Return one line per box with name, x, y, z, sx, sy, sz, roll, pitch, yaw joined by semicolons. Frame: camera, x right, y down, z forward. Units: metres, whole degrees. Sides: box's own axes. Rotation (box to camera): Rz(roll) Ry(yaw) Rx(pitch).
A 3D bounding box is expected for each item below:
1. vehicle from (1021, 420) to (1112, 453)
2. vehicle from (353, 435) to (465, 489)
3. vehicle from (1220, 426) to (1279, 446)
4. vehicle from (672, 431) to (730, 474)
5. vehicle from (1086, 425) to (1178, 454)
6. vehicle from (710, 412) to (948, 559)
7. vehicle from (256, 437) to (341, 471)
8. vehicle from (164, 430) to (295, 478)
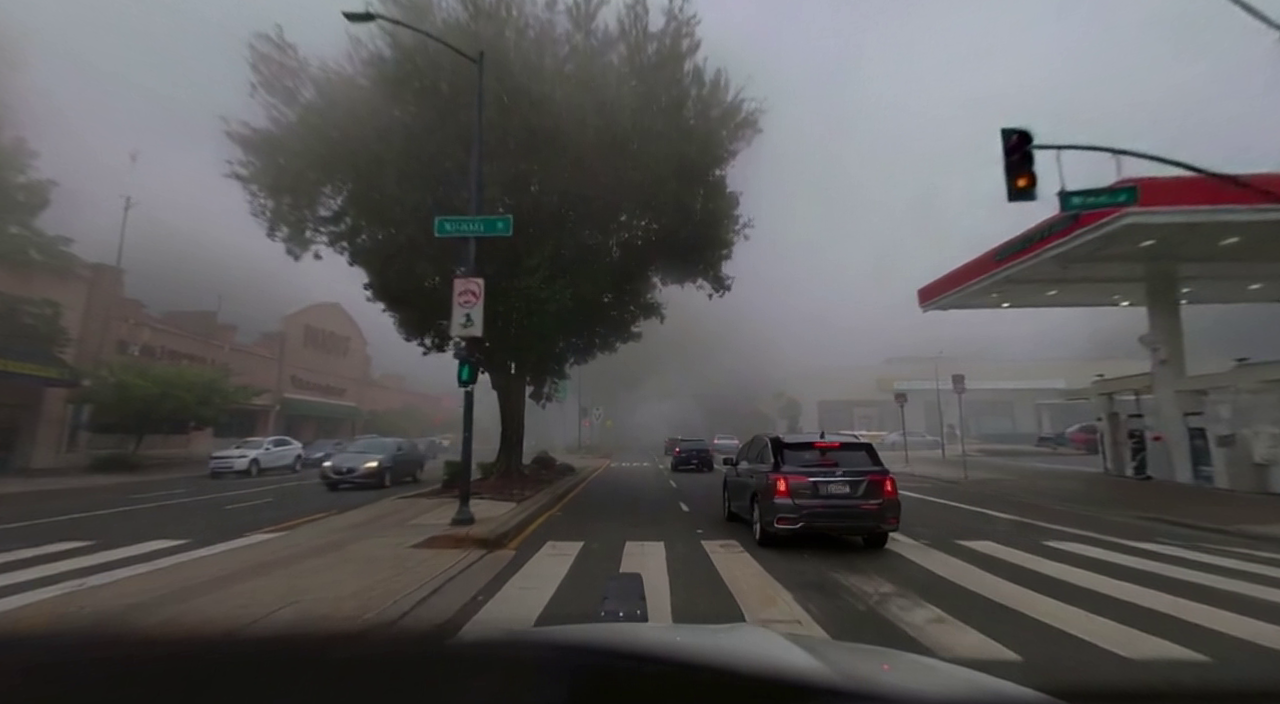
vehicle;24.669;4.966;36.632;2.066;1.817;4.675;0;-9;1
vehicle;-7.512;3.623;21.015;2.014;1.566;4.437;0;-9;0
vehicle;45.181;6.120;45.944;3.647;1.414;1.691;-3;-9;20
vehicle;2.514;4.309;27.096;1.999;1.679;4.217;0;-9;-1
vehicle;28.227;5.089;36.280;2.131;1.561;3.901;0;-9;-1
vehicle;2.516;1.958;9.950;2.183;1.720;4.842;0;-9;-1
vehicle;-18.154;5.432;33.740;1.881;1.679;4.598;0;-9;1
vehicle;-18.111;4.539;28.201;2.201;1.931;5.425;0;-9;0
